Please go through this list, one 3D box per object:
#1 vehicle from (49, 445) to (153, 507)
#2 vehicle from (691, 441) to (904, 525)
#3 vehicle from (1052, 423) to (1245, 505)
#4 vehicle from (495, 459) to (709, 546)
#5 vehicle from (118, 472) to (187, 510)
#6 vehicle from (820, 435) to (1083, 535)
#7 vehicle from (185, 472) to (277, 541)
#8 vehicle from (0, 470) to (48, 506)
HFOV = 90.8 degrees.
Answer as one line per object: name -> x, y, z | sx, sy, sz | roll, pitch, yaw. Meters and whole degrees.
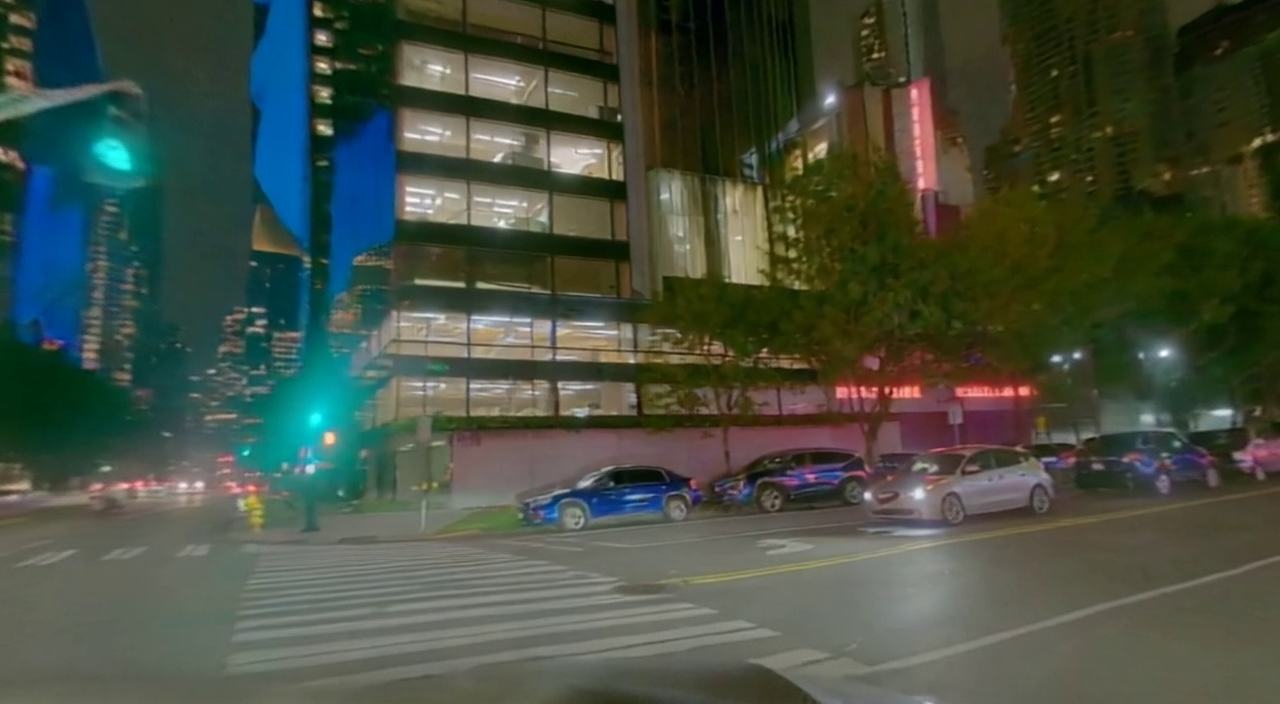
vehicle -> -36.729, 8.285, 43.656 | 3.435, 3.638, 12.225 | 5, -10, -32
vehicle -> 4.687, 3.698, 18.550 | 6.107, 2.086, 2.348 | 5, -10, -30
vehicle -> 13.059, 2.817, 16.208 | 4.573, 1.814, 2.173 | 5, -10, -30
vehicle -> -0.898, 3.573, 15.291 | 4.705, 1.732, 1.996 | 5, -16, -30
vehicle -> -25.367, 7.203, 33.035 | 2.025, 1.625, 4.596 | 4, -10, -28
vehicle -> 6.033, 2.423, 12.134 | 4.888, 1.558, 2.017 | 5, -10, -29
vehicle -> -13.688, 5.097, 21.448 | 2.174, 1.780, 5.051 | 5, -10, -29
vehicle -> -42.524, 9.140, 42.630 | 2.404, 2.045, 5.570 | 5, -10, -30
